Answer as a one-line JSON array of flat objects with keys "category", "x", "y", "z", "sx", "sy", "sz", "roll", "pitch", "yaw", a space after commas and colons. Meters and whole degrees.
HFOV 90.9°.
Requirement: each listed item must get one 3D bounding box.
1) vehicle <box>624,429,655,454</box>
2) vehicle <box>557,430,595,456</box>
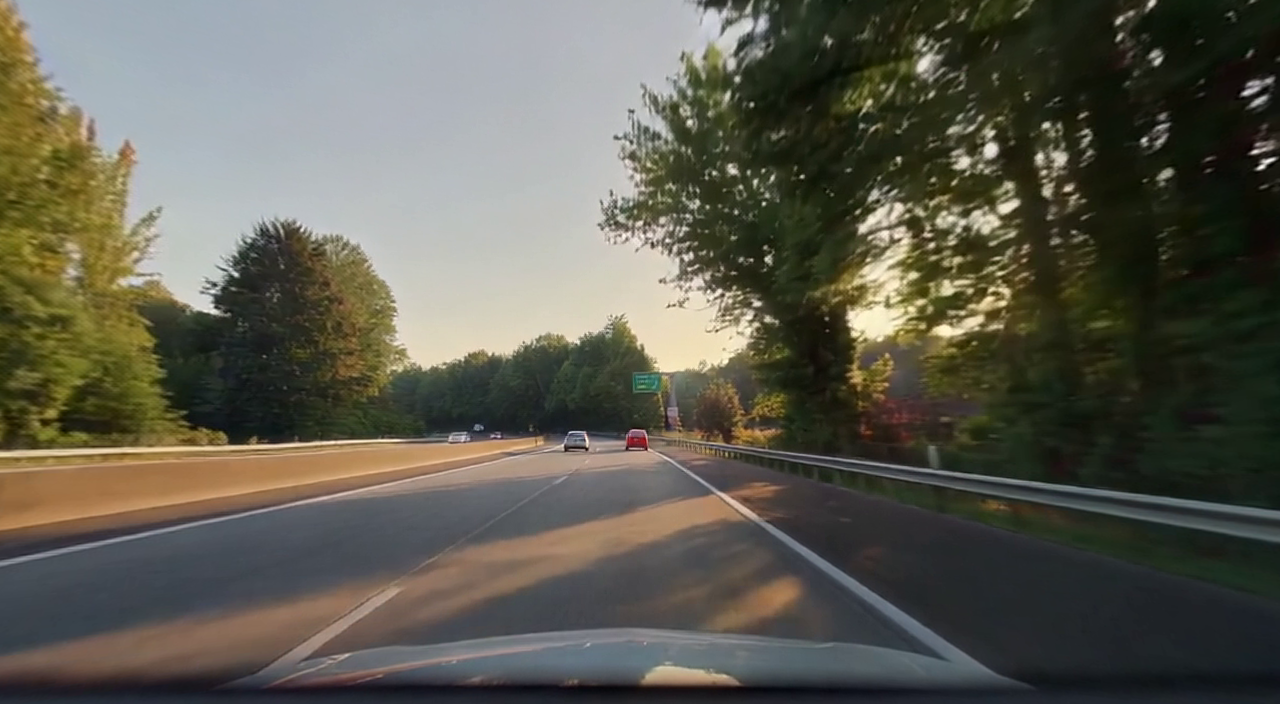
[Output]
[{"category": "vehicle", "x": -0.019, "y": 6.575, "z": 46.362, "sx": 2.170, "sy": 1.790, "sz": 4.490, "roll": 0, "pitch": -8, "yaw": 0}, {"category": "vehicle", "x": -4.170, "y": 6.022, "z": 41.733, "sx": 2.055, "sy": 1.610, "sz": 4.116, "roll": 0, "pitch": -8, "yaw": 0}]
